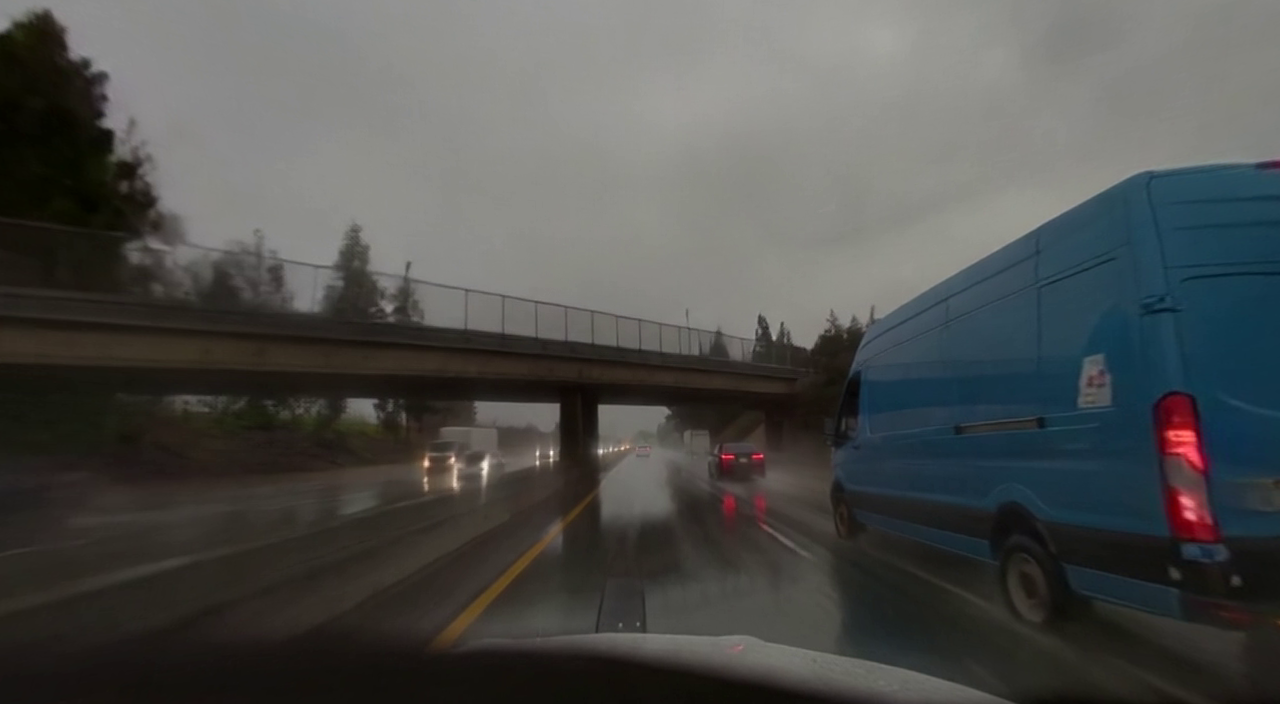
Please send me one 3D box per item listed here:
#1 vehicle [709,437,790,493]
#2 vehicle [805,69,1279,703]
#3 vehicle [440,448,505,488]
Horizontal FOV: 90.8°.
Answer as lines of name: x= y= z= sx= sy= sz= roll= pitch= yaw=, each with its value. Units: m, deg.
vehicle: x=3.681 y=3.898 z=22.030 sx=2.009 sy=1.731 sz=4.149 roll=0 pitch=-9 yaw=-1
vehicle: x=3.830 y=0.730 z=6.204 sx=2.460 sy=3.155 sz=6.902 roll=0 pitch=-9 yaw=0
vehicle: x=-7.564 y=5.270 z=28.900 sx=1.828 sy=1.681 sz=3.860 roll=0 pitch=-9 yaw=1
